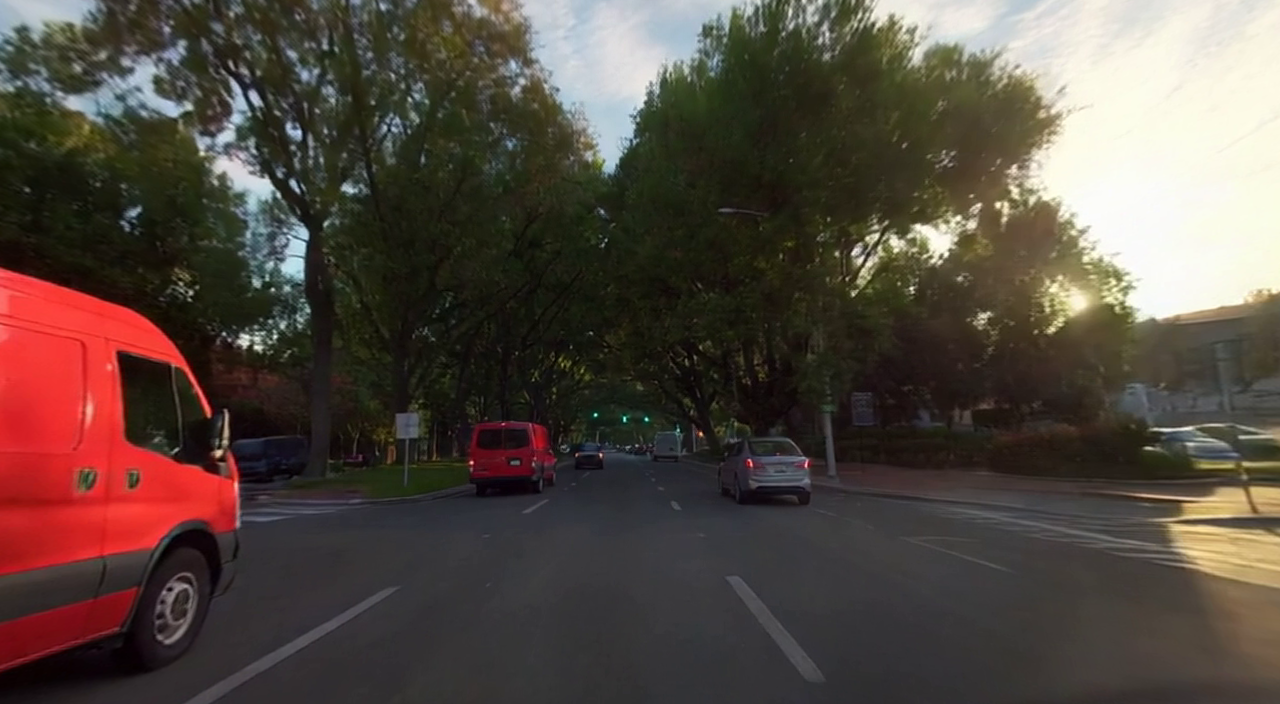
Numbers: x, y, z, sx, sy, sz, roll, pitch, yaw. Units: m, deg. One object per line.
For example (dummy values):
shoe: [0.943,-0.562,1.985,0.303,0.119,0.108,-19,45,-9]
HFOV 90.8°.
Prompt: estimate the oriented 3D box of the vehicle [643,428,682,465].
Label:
vehicle: [1.583,7.087,47.328,2.397,2.566,5.324,0,-9,-3]

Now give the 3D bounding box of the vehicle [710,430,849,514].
vehicle: [3.054,2.750,15.011,2.087,1.658,4.612,0,-9,-2]

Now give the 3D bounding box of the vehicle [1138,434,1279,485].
vehicle: [18.617,3.374,20.099,4.210,1.480,1.922,1,-9,-10]

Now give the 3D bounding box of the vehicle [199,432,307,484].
vehicle: [-23.189,6.395,38.357,2.408,2.860,6.627,0,-9,-1]

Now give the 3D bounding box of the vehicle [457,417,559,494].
vehicle: [-4.175,3.392,20.919,2.420,2.227,4.499,0,-9,-1]

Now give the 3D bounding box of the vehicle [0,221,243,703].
vehicle: [-3.404,0.403,0.712,2.269,2.190,5.680,1,-8,-1]

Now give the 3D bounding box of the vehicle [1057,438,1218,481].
vehicle: [18.034,3.873,23.009,4.459,1.467,2.059,2,-8,-11]
